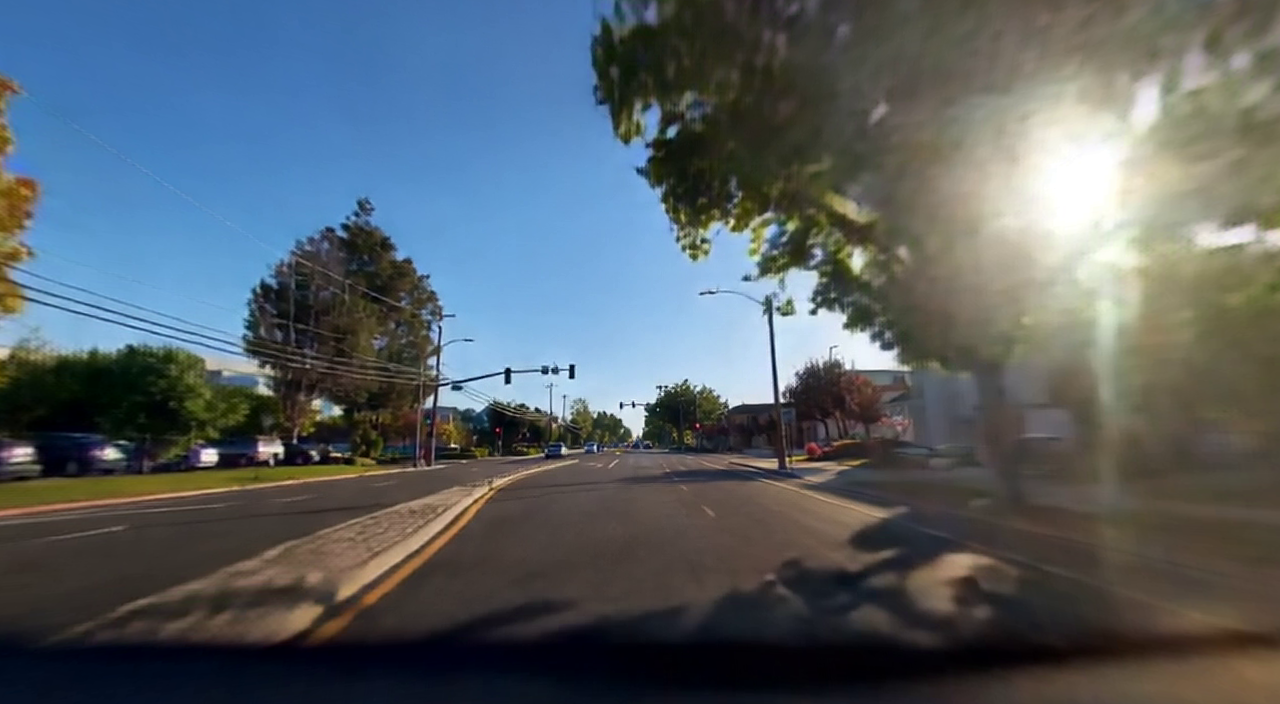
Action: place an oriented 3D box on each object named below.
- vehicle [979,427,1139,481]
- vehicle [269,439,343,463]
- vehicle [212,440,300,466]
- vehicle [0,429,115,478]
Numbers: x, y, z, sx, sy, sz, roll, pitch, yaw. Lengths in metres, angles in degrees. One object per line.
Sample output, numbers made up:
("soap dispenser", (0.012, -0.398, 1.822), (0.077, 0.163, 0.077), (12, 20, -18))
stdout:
("vehicle", (14.297, 3.460, 21.593), (4.276, 1.703, 2.088), (2, -9, -14))
("vehicle", (-23.394, 6.924, 44.192), (4.043, 1.551, 1.988), (-1, -9, 2))
("vehicle", (-23.493, 6.192, 38.669), (4.116, 1.548, 1.923), (0, -8, 0))
("vehicle", (-23.972, 3.959, 24.630), (4.928, 1.783, 2.153), (0, -8, 1))
